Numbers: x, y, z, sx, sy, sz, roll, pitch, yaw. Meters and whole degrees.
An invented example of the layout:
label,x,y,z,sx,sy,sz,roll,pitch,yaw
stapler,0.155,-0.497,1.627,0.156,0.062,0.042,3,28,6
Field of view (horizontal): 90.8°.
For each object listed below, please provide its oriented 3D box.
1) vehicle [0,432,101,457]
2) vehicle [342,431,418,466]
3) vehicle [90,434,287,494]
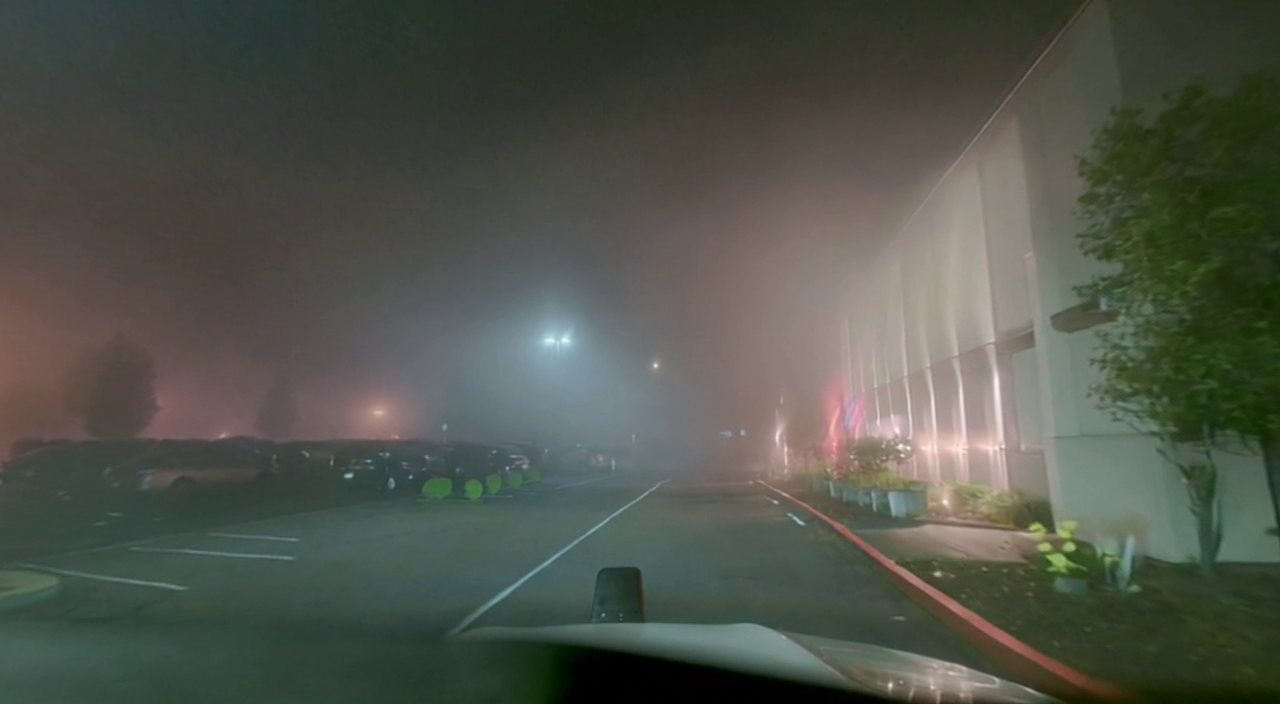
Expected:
label,x,y,z,sx,sy,sz,roll,pitch,yaw
vehicle,-36.701,5.795,39.429,1.858,1.449,4.296,-1,-8,10
vehicle,-15.196,5.666,37.177,1.972,1.923,4.535,-1,-8,9
vehicle,-12.327,3.075,17.716,1.847,1.443,4.484,-1,-8,7
